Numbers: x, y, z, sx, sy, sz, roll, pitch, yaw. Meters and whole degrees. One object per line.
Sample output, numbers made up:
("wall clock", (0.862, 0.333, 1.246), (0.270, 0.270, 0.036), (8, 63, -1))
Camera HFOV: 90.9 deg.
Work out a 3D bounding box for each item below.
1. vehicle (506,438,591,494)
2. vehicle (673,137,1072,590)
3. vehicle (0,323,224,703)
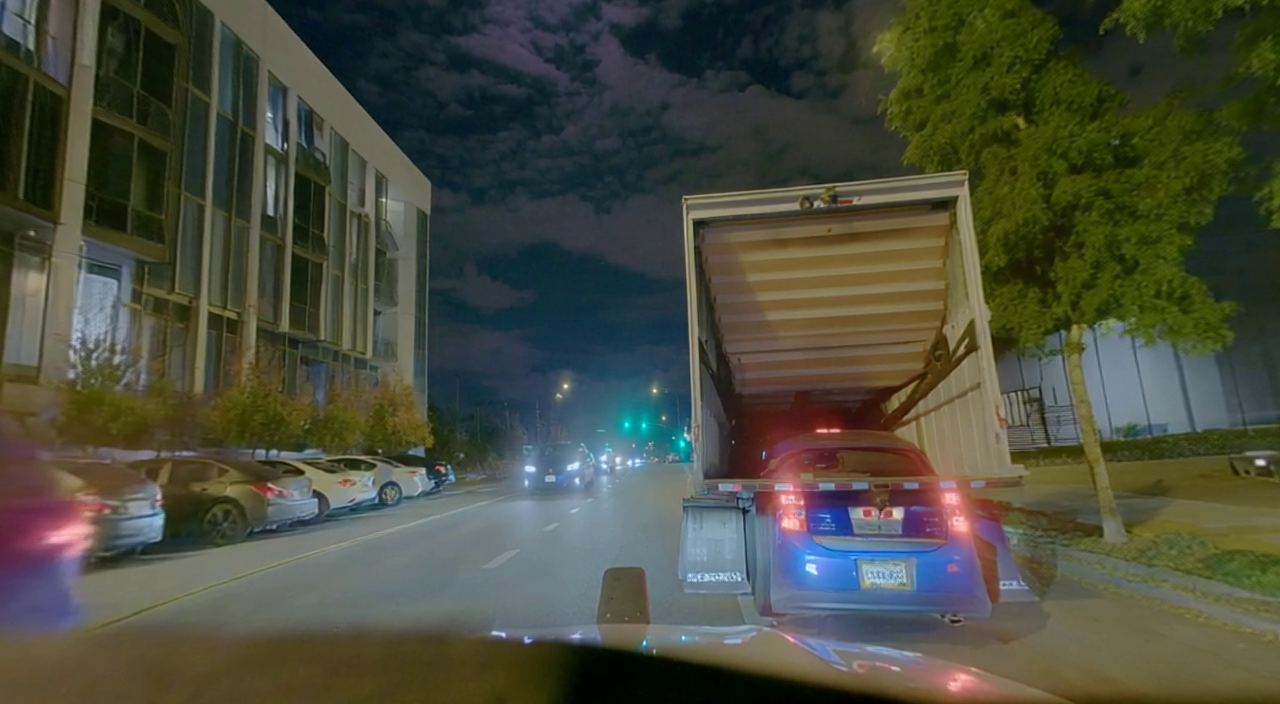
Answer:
("vehicle", (-2.767, 3.550, 20.093), (2.183, 1.563, 4.257), (0, -8, -2))
("vehicle", (2.544, 0.852, 11.417), (3.320, 4.034, 11.553), (-1, -8, 6))
("vehicle", (-3.434, 0.618, 0.938), (2.223, 1.804, 4.746), (0, -8, 2))
